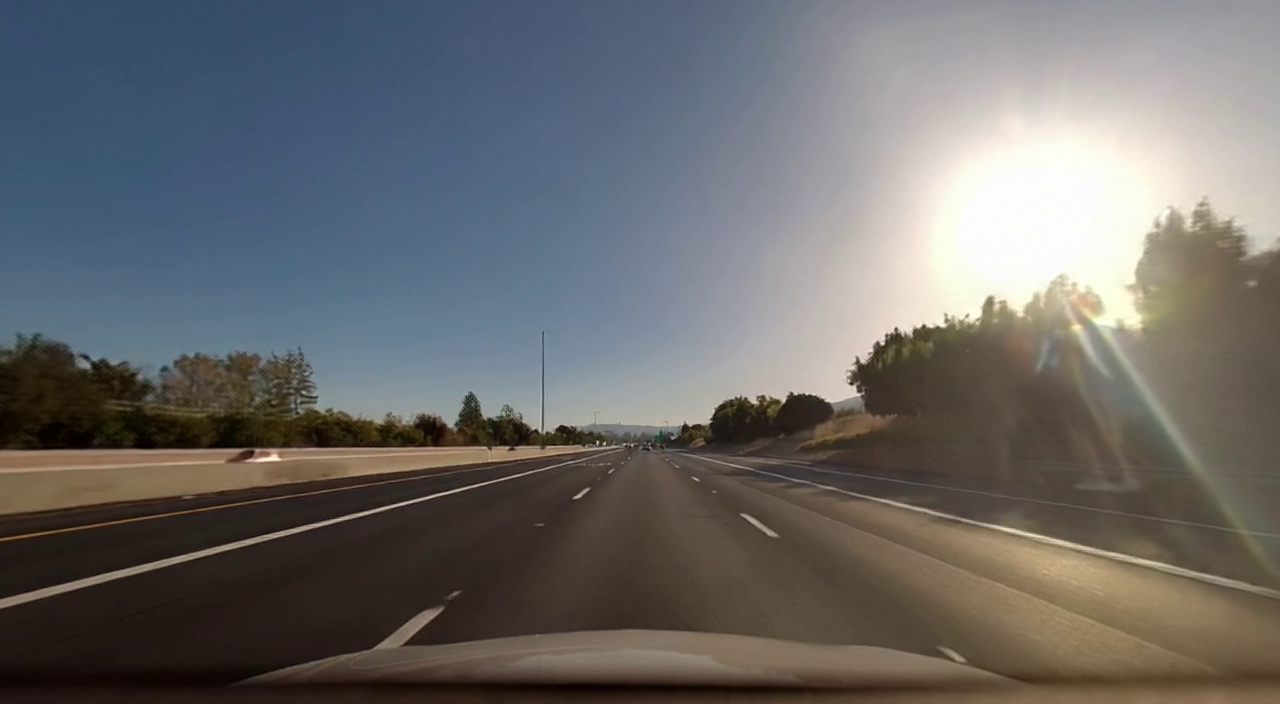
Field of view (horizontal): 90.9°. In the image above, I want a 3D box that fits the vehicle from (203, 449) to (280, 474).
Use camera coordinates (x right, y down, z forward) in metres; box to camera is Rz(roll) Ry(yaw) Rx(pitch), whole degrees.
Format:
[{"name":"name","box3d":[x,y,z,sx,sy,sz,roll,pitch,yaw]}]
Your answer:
[{"name":"vehicle","box3d":[-28.146,7.713,44.800,2.043,1.641,5.089,0,-8,1]}]
